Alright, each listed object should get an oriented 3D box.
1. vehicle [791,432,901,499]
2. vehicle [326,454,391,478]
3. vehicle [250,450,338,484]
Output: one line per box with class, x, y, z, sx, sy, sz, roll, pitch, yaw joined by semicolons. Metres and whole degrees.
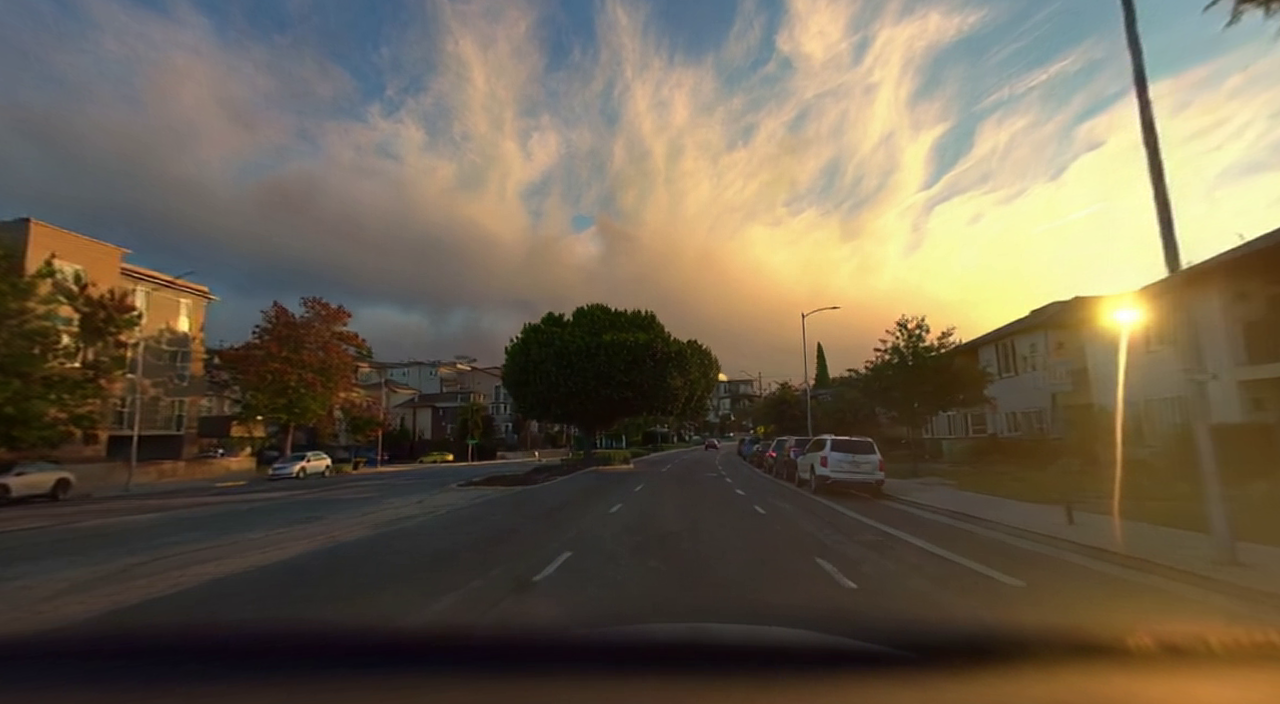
vehicle;5.631;3.137;17.832;2.011;1.649;4.001;-1;-8;4
vehicle;-19.672;7.962;44.301;1.909;1.451;4.757;-1;-8;7
vehicle;-20.690;6.850;37.971;2.060;1.814;5.097;-1;-8;5
